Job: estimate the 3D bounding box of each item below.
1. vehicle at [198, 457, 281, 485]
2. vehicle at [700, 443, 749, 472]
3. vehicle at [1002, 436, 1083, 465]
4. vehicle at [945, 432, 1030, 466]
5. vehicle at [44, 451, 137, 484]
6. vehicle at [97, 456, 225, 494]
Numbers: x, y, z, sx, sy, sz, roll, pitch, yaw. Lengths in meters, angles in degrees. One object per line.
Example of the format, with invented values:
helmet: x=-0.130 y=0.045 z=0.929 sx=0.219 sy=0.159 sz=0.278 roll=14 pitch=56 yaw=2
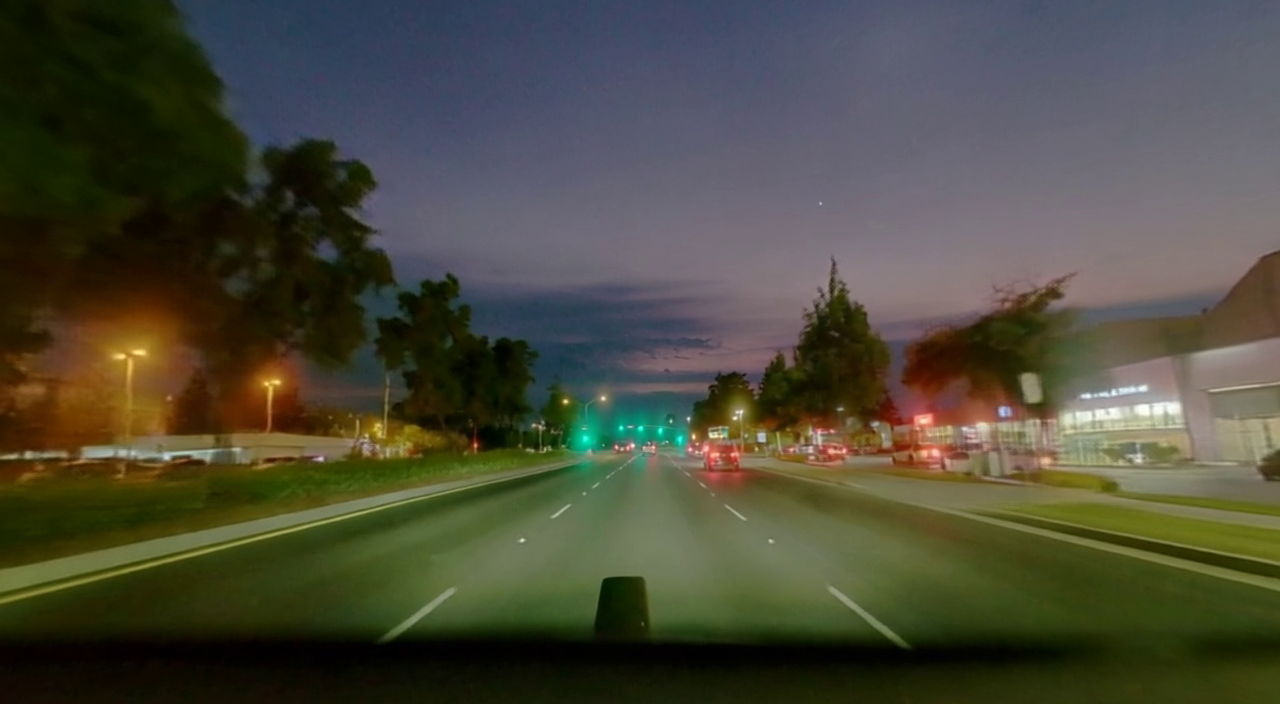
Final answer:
vehicle: x=-22.432 y=6.676 z=35.548 sx=1.771 sy=1.373 sz=4.308 roll=0 pitch=-8 yaw=2
vehicle: x=4.423 y=5.574 z=33.579 sx=1.916 sy=1.459 sz=4.335 roll=0 pitch=-8 yaw=-1
vehicle: x=24.683 y=6.065 z=38.902 sx=1.894 sy=1.656 sz=4.841 roll=0 pitch=-8 yaw=2
vehicle: x=21.326 y=5.987 z=39.073 sx=2.124 sy=1.920 sz=5.946 roll=0 pitch=-9 yaw=3
vehicle: x=-31.542 y=6.600 z=36.403 sx=2.026 sy=1.692 sz=4.523 roll=2 pitch=-9 yaw=-13
vehicle: x=-22.485 y=5.760 z=29.912 sx=2.111 sy=1.500 sz=5.131 roll=-1 pitch=-8 yaw=-1
